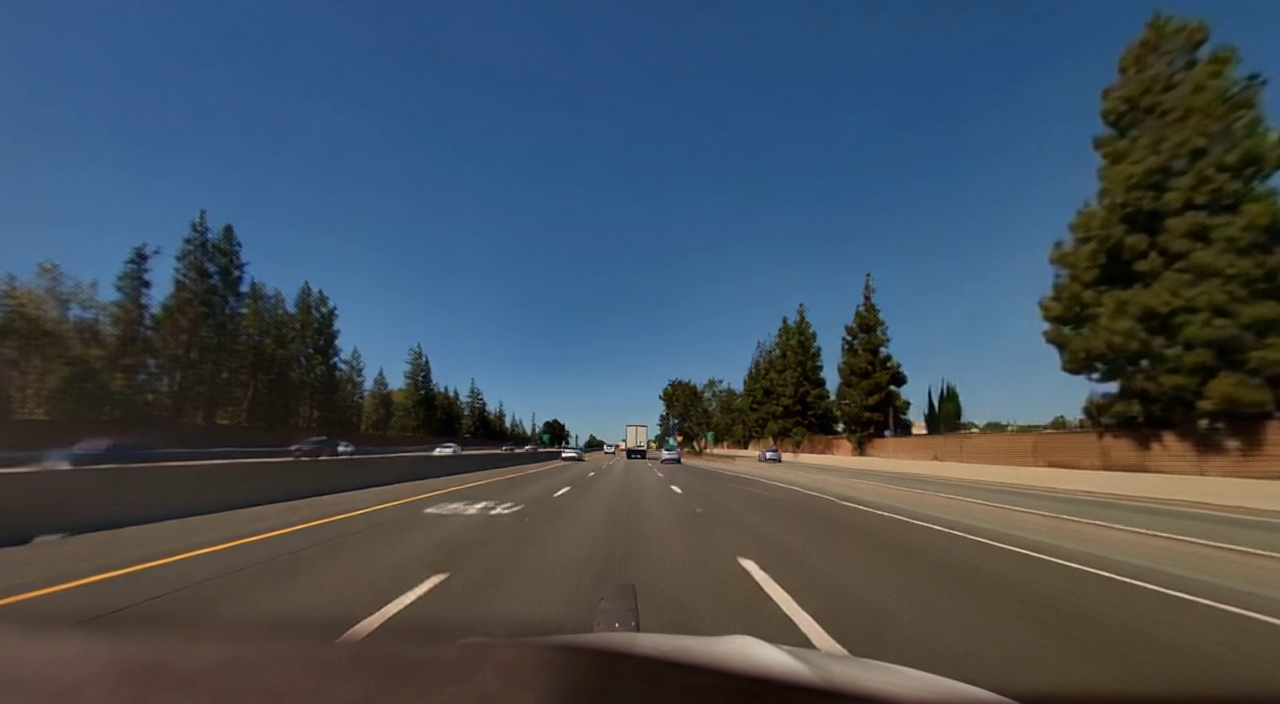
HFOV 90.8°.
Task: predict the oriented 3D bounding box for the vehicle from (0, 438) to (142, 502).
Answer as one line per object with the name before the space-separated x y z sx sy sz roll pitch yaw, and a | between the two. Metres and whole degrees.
vehicle | -15.877 3.012 16.457 1.982 1.473 4.656 0 -8 0

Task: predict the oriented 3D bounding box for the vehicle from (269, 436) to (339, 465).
vehicle | -23.085 6.772 43.696 2.068 1.849 4.938 0 -8 0
